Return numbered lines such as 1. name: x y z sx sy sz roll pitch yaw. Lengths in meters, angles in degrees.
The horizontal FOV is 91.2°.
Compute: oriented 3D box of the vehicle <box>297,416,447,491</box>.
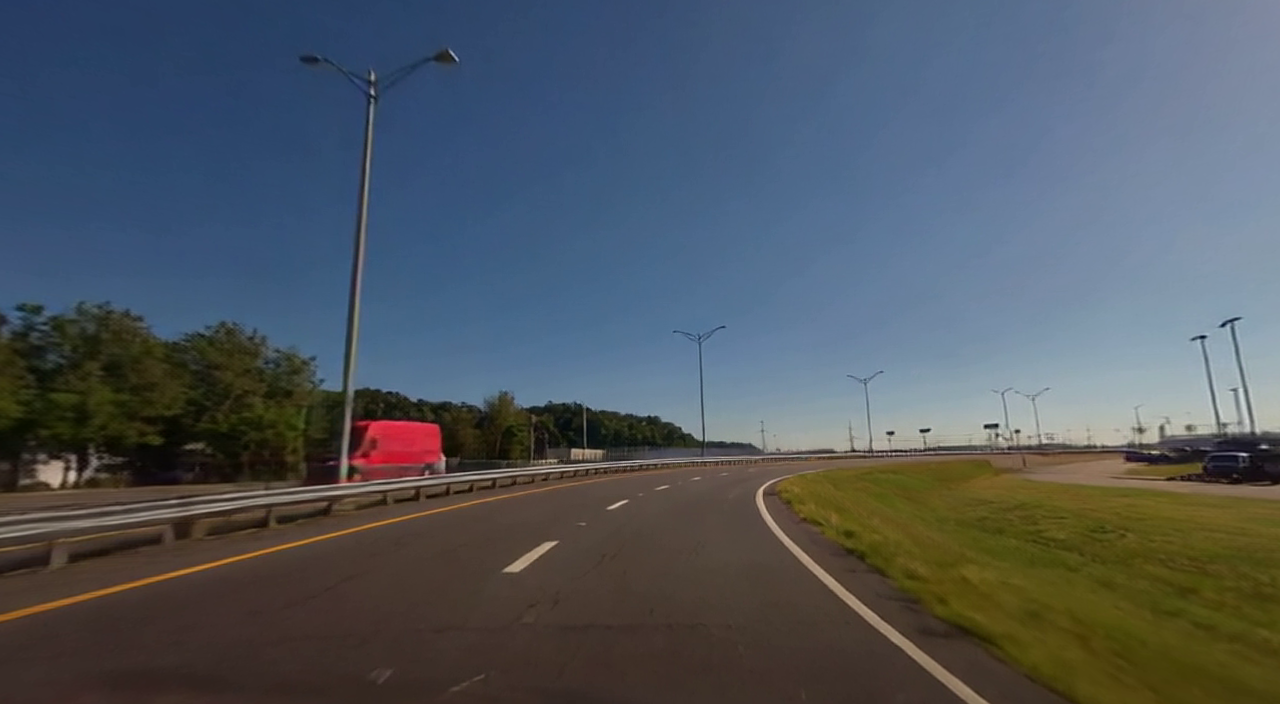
1. vehicle: -10.425 4.033 25.147 2.396 2.635 5.921 -2 -9 13
